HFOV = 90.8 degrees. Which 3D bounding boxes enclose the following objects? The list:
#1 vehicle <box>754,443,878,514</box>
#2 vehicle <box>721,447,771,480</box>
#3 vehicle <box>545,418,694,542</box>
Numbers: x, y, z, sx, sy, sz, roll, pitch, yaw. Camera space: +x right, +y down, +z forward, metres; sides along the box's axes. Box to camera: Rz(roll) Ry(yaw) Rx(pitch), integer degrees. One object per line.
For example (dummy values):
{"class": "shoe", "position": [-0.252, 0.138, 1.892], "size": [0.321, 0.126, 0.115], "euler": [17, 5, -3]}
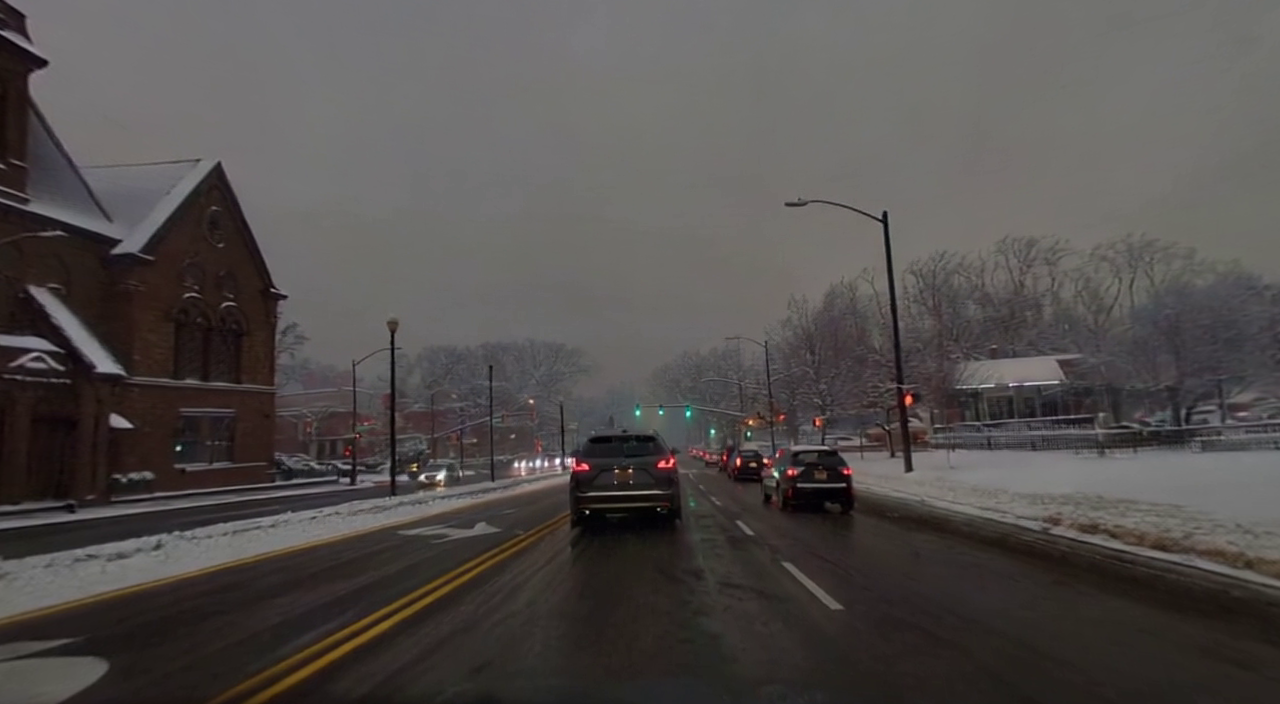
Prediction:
{"class": "vehicle", "position": [4.094, 2.982, 15.482], "size": [1.883, 1.472, 4.471], "euler": [0, -8, 2]}
{"class": "vehicle", "position": [5.059, 5.344, 30.642], "size": [1.890, 1.491, 4.166], "euler": [0, -8, 3]}
{"class": "vehicle", "position": [-0.195, 2.174, 11.320], "size": [2.168, 1.776, 4.135], "euler": [-1, -8, 3]}
